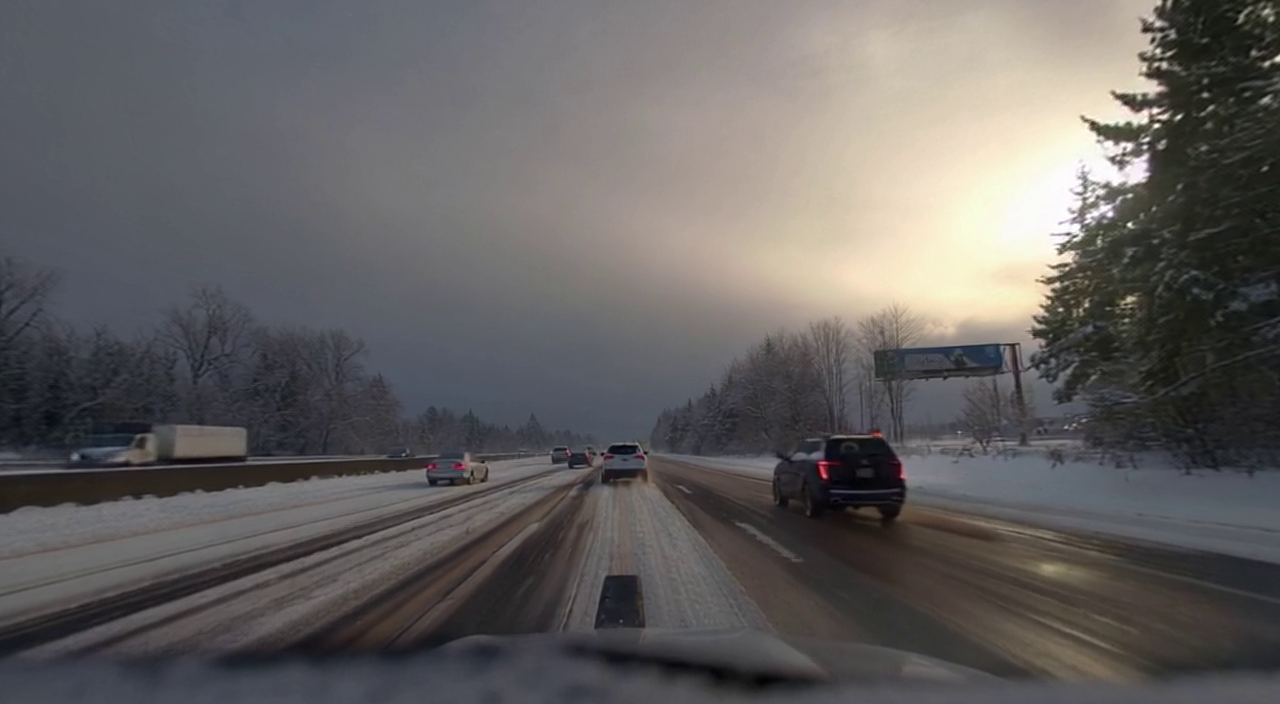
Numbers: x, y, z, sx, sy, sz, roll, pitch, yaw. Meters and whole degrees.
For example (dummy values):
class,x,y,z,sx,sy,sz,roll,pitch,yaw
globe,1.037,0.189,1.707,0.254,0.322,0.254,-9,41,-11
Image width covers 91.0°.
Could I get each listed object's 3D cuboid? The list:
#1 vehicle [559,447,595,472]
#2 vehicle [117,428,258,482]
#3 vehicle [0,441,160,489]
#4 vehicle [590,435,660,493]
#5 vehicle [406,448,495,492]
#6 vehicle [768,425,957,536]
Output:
class,x,y,z,sx,sy,sz,roll,pitch,yaw
vehicle,-3.995,6.838,40.313,1.889,1.522,4.465,0,-9,-1
vehicle,-22.761,5.221,32.199,2.547,2.468,6.237,0,-9,0
vehicle,-22.678,4.493,25.436,2.220,1.730,5.503,0,-9,-1
vehicle,-0.474,3.825,21.858,2.127,1.749,4.776,0,-9,0
vehicle,-7.063,4.423,24.074,1.892,1.468,4.792,0,-9,0
vehicle,3.946,2.346,12.118,1.925,1.716,4.378,0,-9,-2
